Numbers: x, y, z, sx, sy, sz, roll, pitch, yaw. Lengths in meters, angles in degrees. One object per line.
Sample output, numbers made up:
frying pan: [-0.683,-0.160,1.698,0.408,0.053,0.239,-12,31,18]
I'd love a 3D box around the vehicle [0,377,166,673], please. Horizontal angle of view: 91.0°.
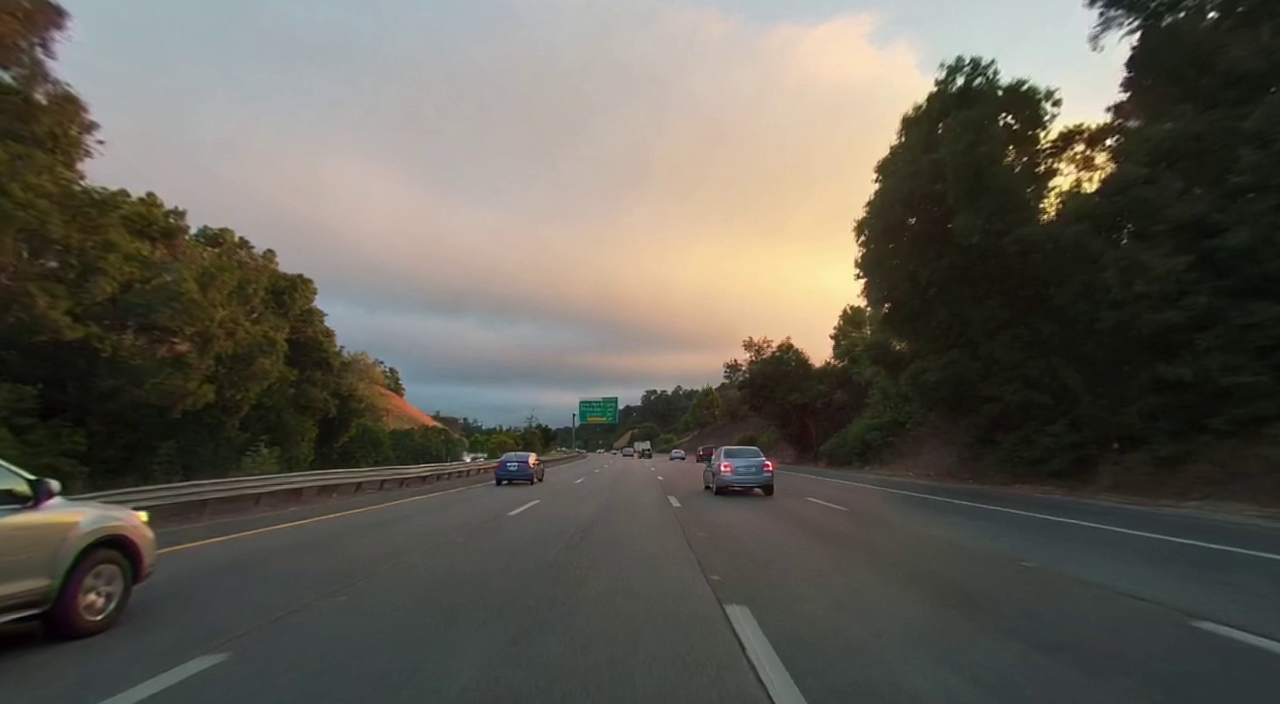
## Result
vehicle: [-4.876,0.887,2.820,2.079,1.745,4.281,0,-9,1]

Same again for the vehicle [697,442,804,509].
vehicle: [2.810,3.260,17.075,2.120,1.572,4.344,0,-9,0]

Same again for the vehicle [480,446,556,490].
vehicle: [-4.520,4.366,24.033,2.009,1.488,4.289,0,-9,1]
